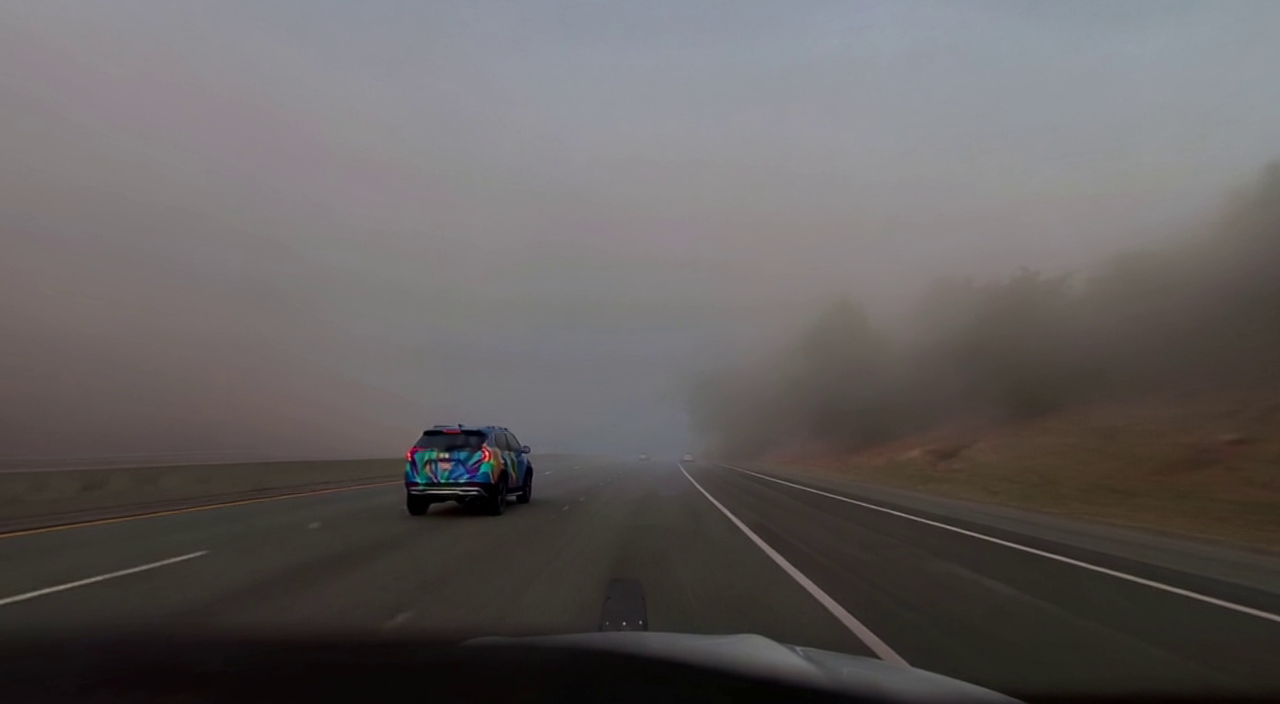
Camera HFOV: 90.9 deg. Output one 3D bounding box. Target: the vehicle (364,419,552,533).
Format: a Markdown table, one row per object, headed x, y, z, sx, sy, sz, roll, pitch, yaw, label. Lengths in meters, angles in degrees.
| x | y | z | sx | sy | sz | roll | pitch | yaw | label |
| --- | --- | --- | --- | --- | --- | --- | --- | --- | --- |
| -3.267 | 2.336 | 12.542 | 2.183 | 1.803 | 4.685 | 0 | -8 | 2 | vehicle |
